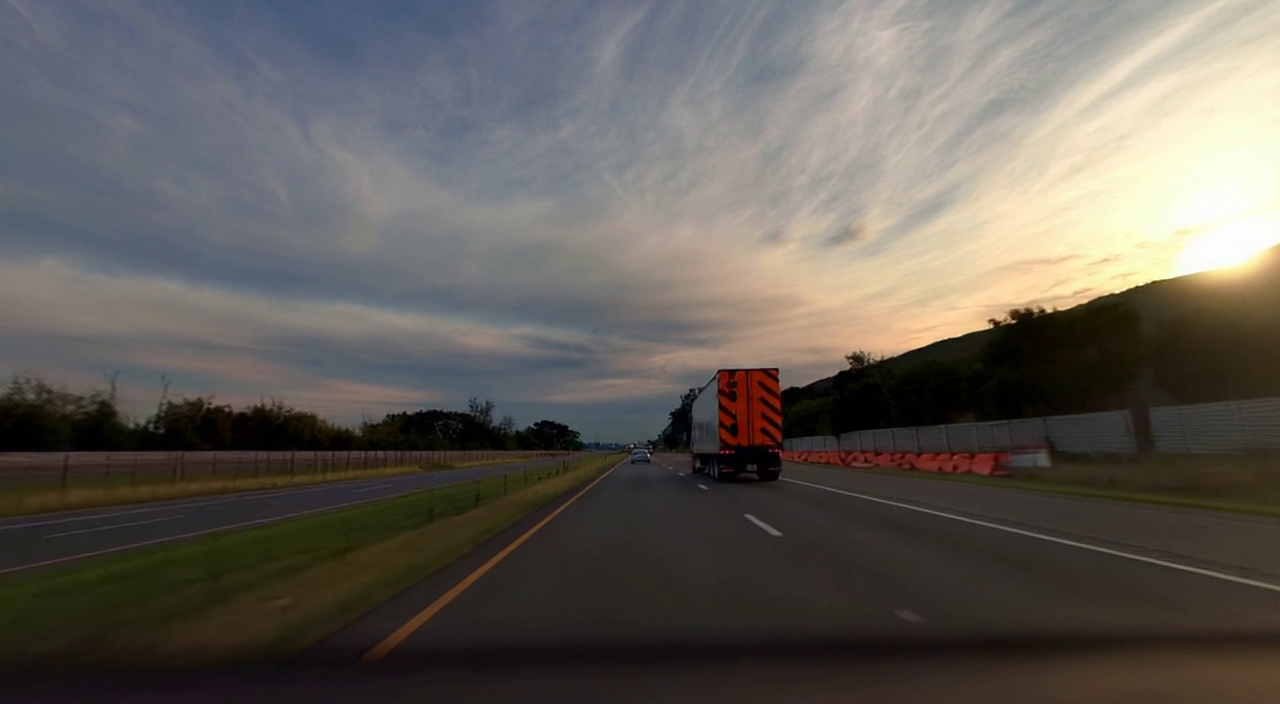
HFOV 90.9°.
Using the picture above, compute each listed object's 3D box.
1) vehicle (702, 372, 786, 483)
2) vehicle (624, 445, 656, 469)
[{"bbox_3d":[4.347,3.385,27.675,2.704,4.310,5.716,0,-9,1],"label":"vehicle"},{"bbox_3d":[0.006,7.182,43.235,2.065,1.573,3.734,0,-9,0],"label":"vehicle"}]
